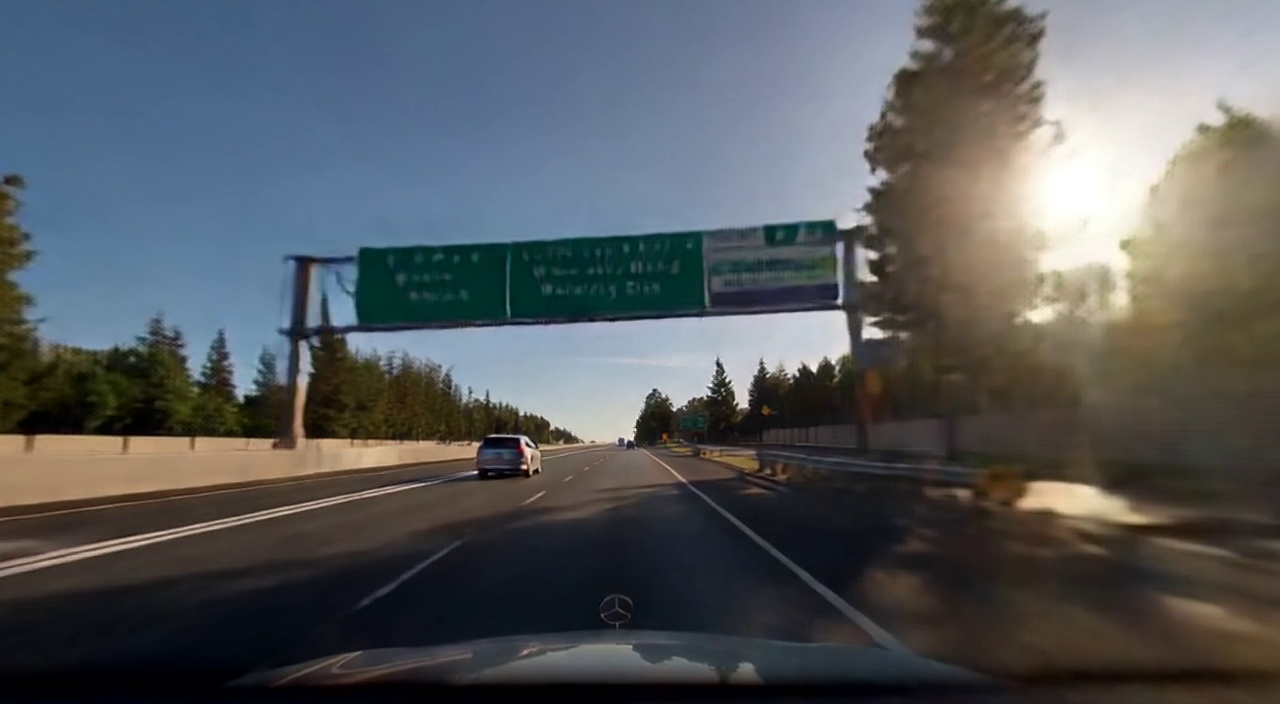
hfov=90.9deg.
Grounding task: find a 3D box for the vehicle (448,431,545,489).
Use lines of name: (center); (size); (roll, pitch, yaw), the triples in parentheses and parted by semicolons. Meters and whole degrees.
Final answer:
vehicle: (-4.442, 3.378, 20.244); (2.129, 1.641, 4.263); (0, -8, 0)
